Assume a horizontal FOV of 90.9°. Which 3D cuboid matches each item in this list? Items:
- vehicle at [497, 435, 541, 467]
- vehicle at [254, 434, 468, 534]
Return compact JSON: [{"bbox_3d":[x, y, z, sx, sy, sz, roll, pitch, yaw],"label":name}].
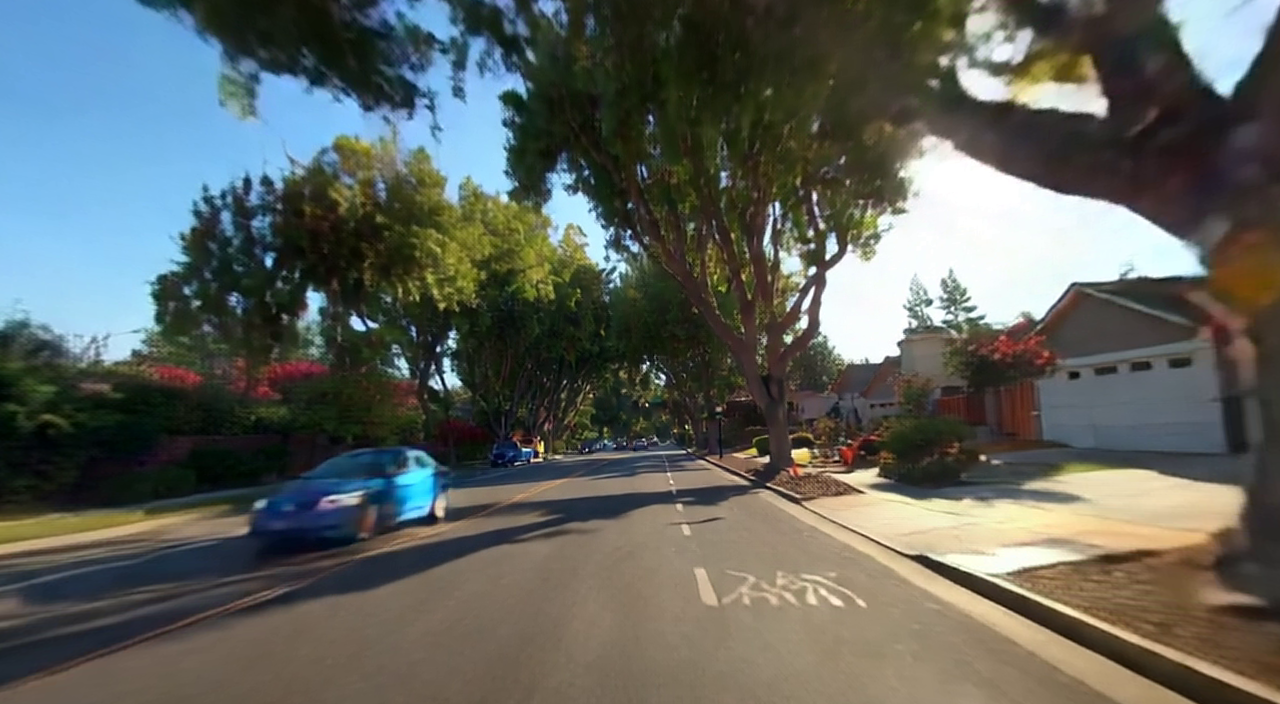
[{"bbox_3d":[-8.450,6.926,44.419,1.998,1.814,4.559,-4,-6,1],"label":"vehicle"},{"bbox_3d":[-4.973,2.366,12.135,1.927,1.521,4.571,-1,-8,2],"label":"vehicle"}]
